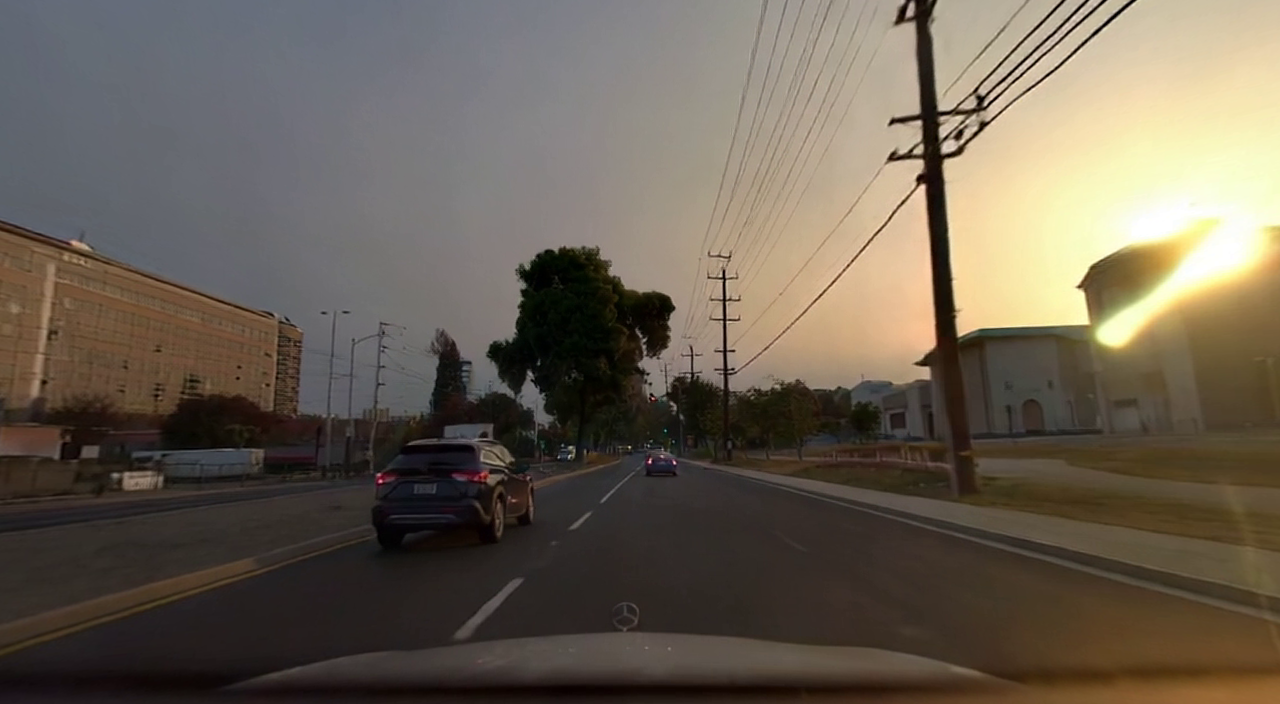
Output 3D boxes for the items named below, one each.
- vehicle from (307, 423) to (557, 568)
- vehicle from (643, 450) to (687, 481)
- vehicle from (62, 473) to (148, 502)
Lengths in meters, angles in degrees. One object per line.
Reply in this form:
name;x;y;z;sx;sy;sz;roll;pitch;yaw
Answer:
vehicle;-2.795;2.073;9.906;2.169;1.679;4.723;0;-9;2
vehicle;1.247;5.925;33.094;2.114;1.492;4.453;0;-9;1
vehicle;-38.332;9.708;45.133;4.458;1.674;2.034;-2;-5;2
